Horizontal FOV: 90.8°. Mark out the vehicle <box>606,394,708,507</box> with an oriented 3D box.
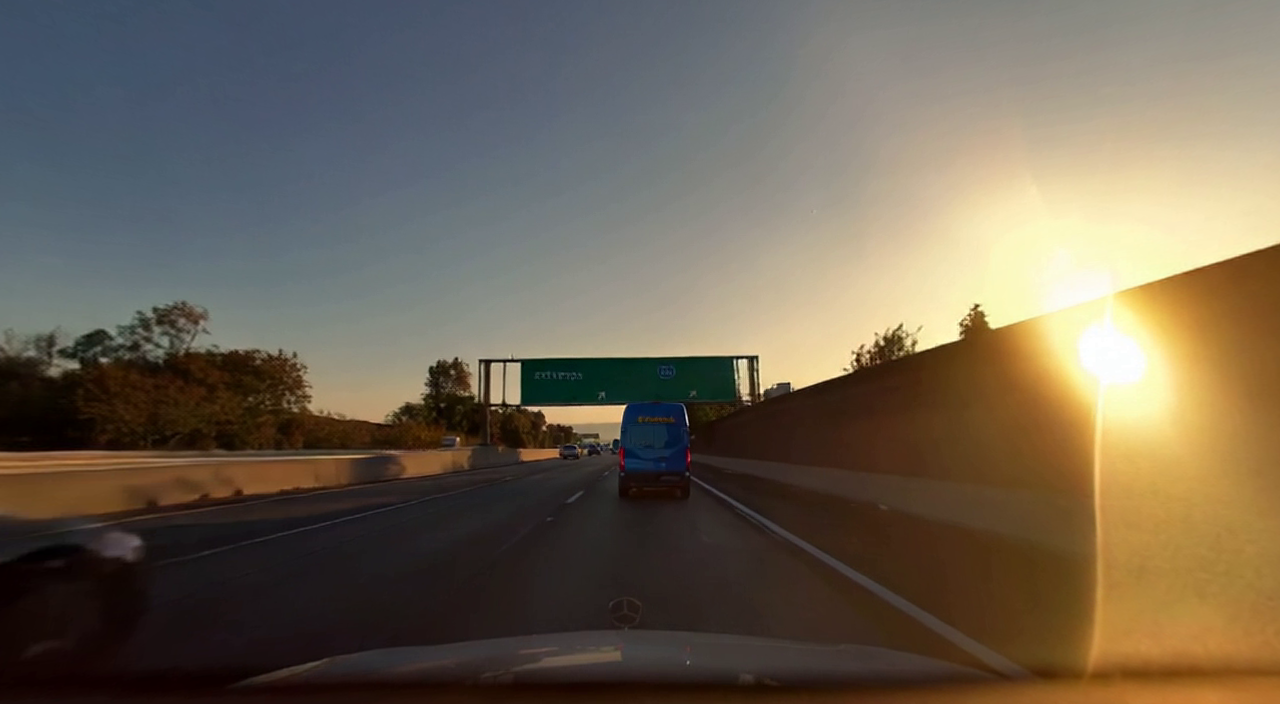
[{"bbox_3d":[0.317,2.667,17.250,2.332,2.558,5.314,0,-9,-2],"label":"vehicle"}]
